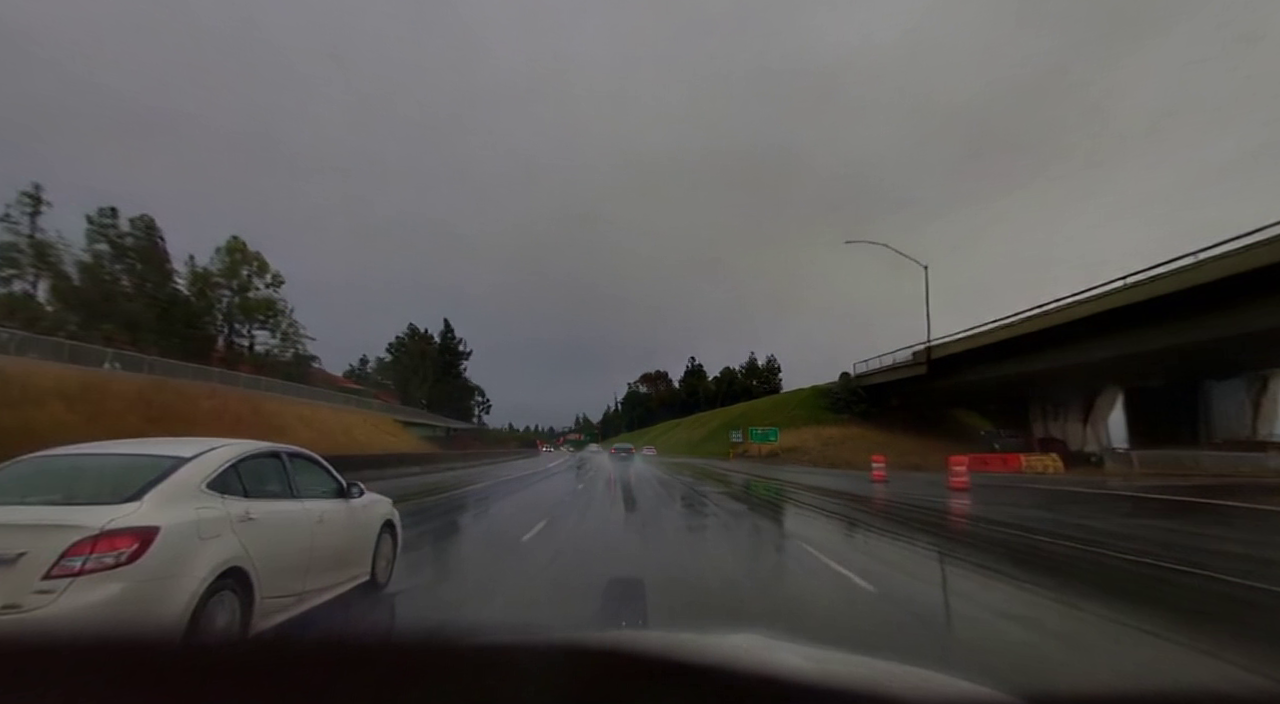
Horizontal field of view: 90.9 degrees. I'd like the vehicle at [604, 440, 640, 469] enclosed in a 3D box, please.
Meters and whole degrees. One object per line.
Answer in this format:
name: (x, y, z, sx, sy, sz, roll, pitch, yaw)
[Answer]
vehicle: (-1.296, 6.923, 42.709, 2.328, 1.805, 4.502, 0, -8, -3)
